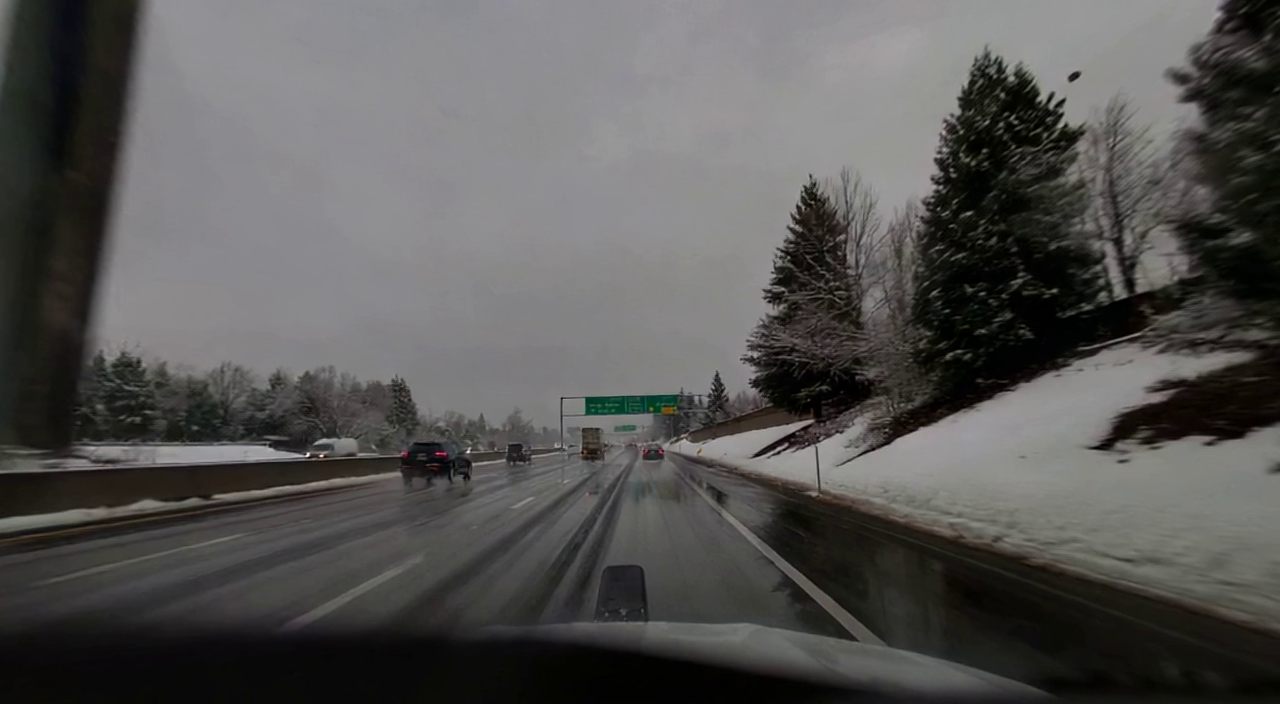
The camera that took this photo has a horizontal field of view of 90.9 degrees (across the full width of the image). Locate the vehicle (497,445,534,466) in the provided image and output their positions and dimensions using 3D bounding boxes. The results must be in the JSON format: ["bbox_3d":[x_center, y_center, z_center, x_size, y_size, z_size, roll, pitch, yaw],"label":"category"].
[{"bbox_3d":[-8.920,7.416,45.507,1.865,1.413,4.178,0,-8,0],"label":"vehicle"}]

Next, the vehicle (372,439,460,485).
[{"bbox_3d":[-8.453,4.160,24.237,1.954,1.605,4.023,0,-8,-1],"label":"vehicle"}]

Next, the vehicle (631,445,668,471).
[{"bbox_3d":[0.619,6.435,38.641,2.137,1.461,3.999,-1,-8,1],"label":"vehicle"}]
